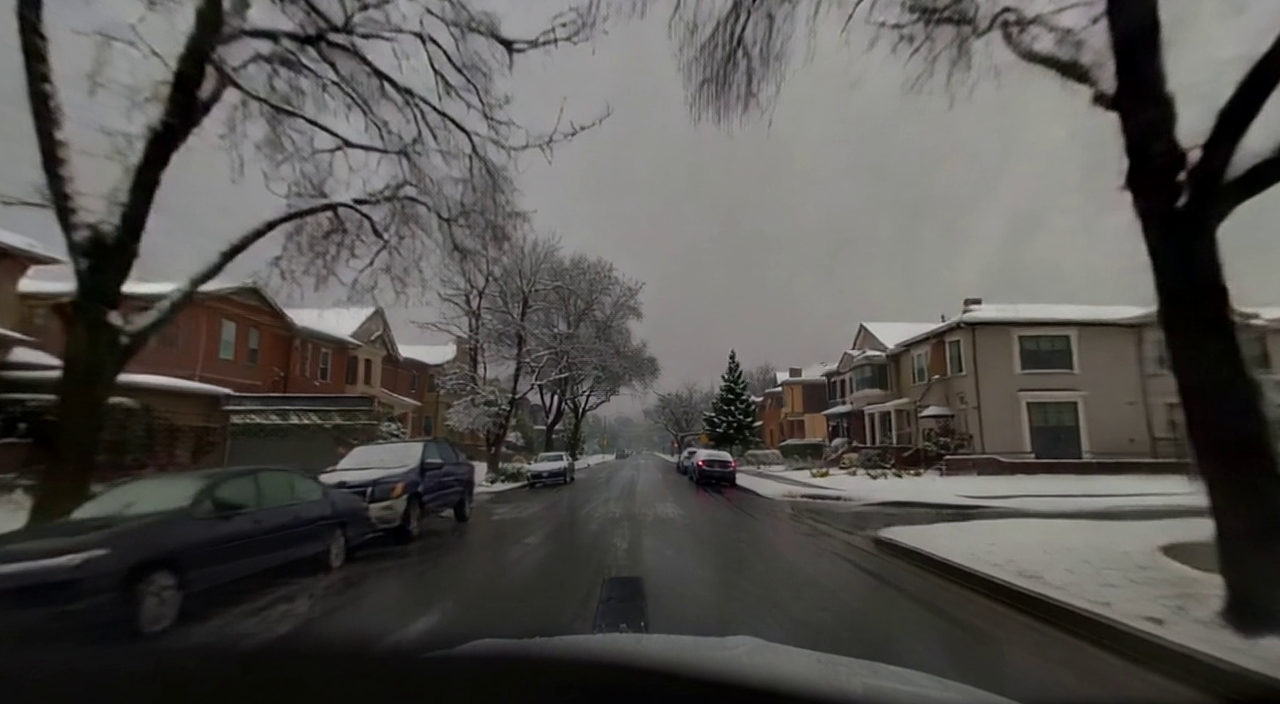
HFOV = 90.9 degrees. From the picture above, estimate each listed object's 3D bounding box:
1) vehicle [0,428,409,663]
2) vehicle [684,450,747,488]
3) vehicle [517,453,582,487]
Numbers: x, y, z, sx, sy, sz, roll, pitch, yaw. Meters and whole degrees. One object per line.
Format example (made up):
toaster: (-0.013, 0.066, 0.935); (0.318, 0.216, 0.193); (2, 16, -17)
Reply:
vehicle: (-4.317, 1.642, 6.445); (2.086, 1.493, 4.582); (-1, -9, 1)
vehicle: (3.127, 5.003, 27.270); (2.000, 1.456, 5.251); (0, -9, -1)
vehicle: (-3.823, 5.091, 27.464); (1.995, 1.330, 4.080); (0, -9, 4)
